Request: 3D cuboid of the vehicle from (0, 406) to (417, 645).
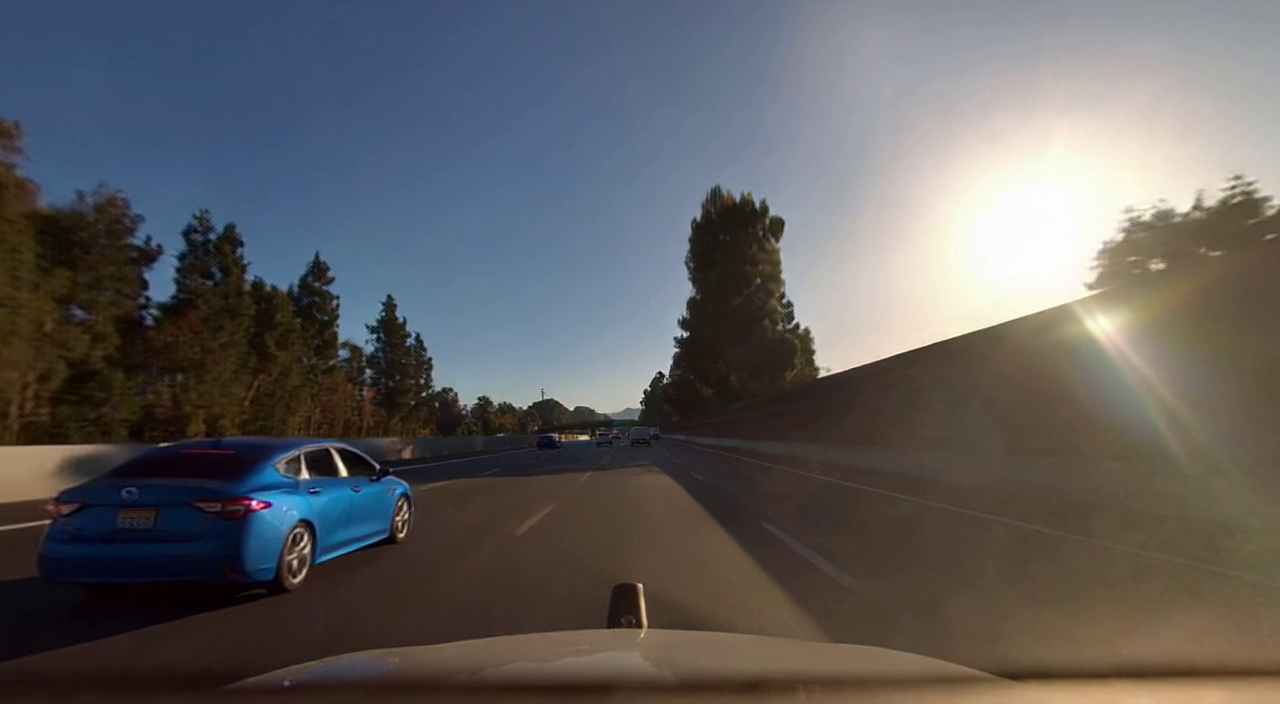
[{"bbox_3d":[-3.921,1.363,6.000,2.079,1.500,3.881,0,-8,1],"label":"vehicle"}]
